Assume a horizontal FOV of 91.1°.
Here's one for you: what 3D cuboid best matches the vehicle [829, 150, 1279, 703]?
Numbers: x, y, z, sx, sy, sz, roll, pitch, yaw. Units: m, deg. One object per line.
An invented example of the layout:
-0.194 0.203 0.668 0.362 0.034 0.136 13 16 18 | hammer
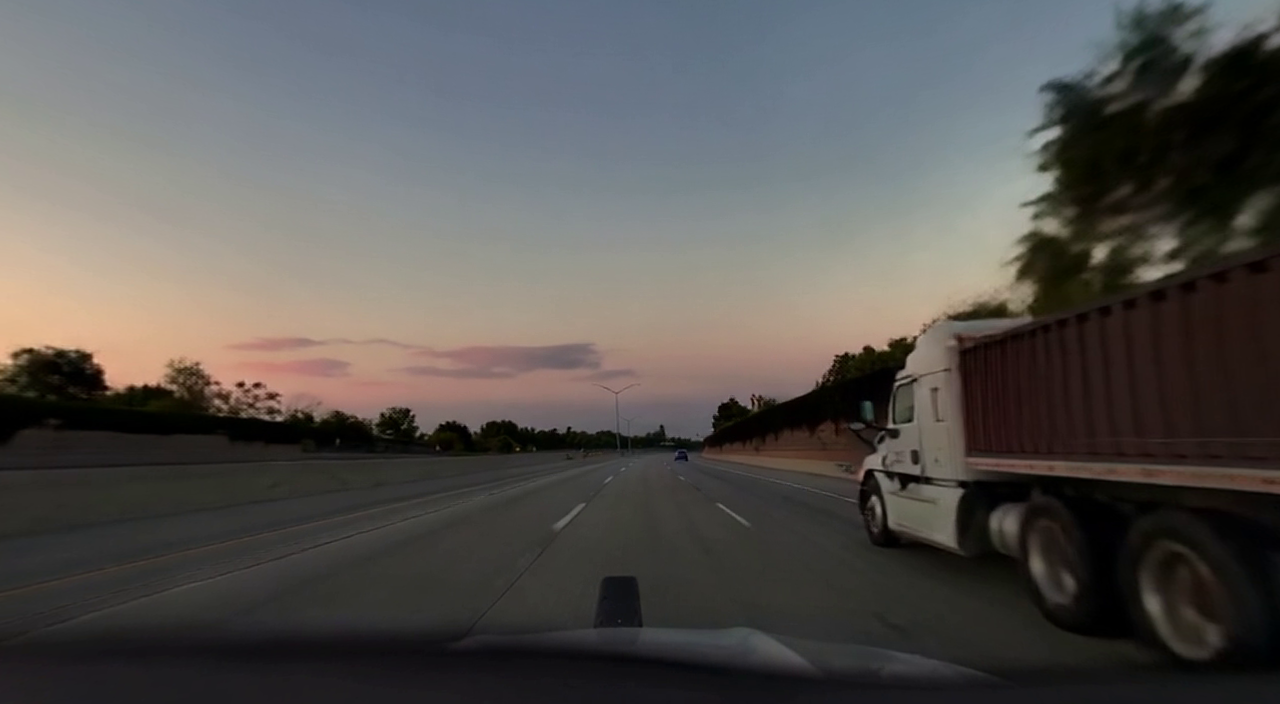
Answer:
4.148 0.807 5.487 2.436 2.701 7.451 0 -9 -2 | vehicle
